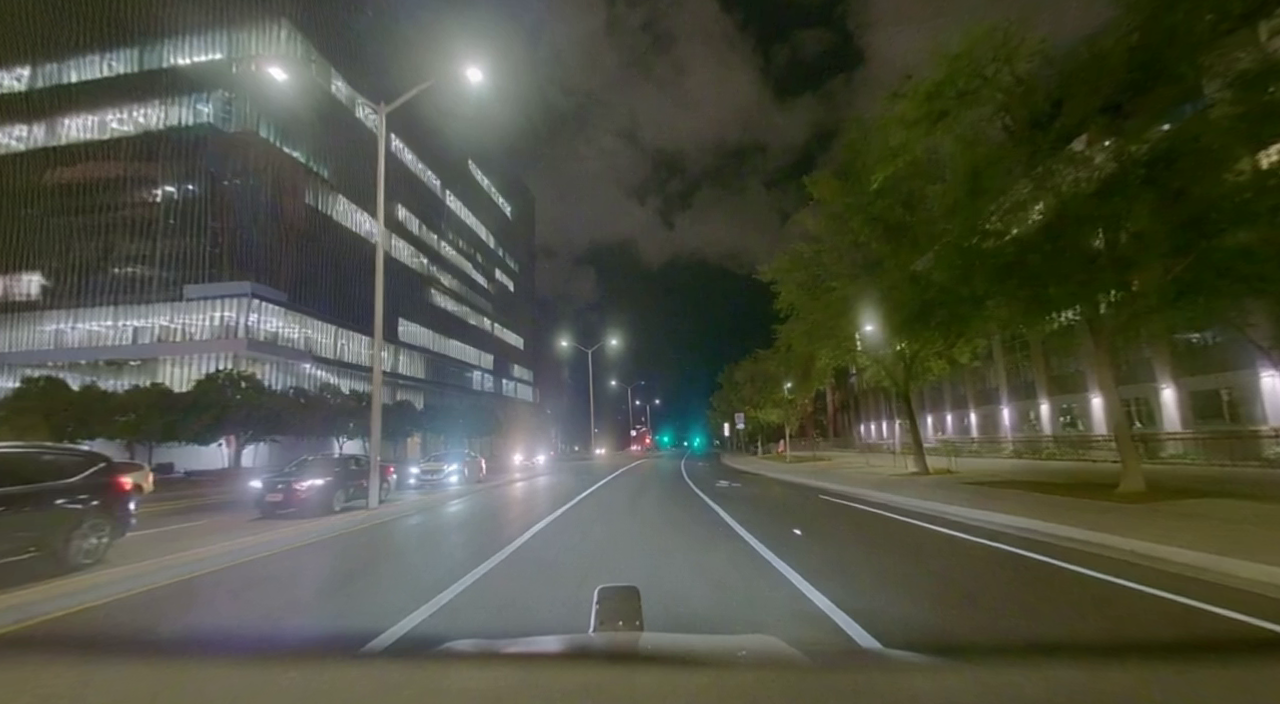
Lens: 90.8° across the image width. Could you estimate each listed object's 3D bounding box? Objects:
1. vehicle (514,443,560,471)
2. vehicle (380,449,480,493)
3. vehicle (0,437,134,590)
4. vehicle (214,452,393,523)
[{"bbox_3d":[-6.828,7.001,42.327,1.988,1.755,4.568,-1,-8,4],"label":"vehicle"},{"bbox_3d":[-7.874,4.470,24.225,1.983,1.486,4.707,0,-8,3],"label":"vehicle"},{"bbox_3d":[-8.252,1.733,6.535,2.021,1.704,4.756,0,-8,1],"label":"vehicle"},{"bbox_3d":[-8.150,3.285,15.929,1.845,1.456,4.616,0,-8,2],"label":"vehicle"}]
